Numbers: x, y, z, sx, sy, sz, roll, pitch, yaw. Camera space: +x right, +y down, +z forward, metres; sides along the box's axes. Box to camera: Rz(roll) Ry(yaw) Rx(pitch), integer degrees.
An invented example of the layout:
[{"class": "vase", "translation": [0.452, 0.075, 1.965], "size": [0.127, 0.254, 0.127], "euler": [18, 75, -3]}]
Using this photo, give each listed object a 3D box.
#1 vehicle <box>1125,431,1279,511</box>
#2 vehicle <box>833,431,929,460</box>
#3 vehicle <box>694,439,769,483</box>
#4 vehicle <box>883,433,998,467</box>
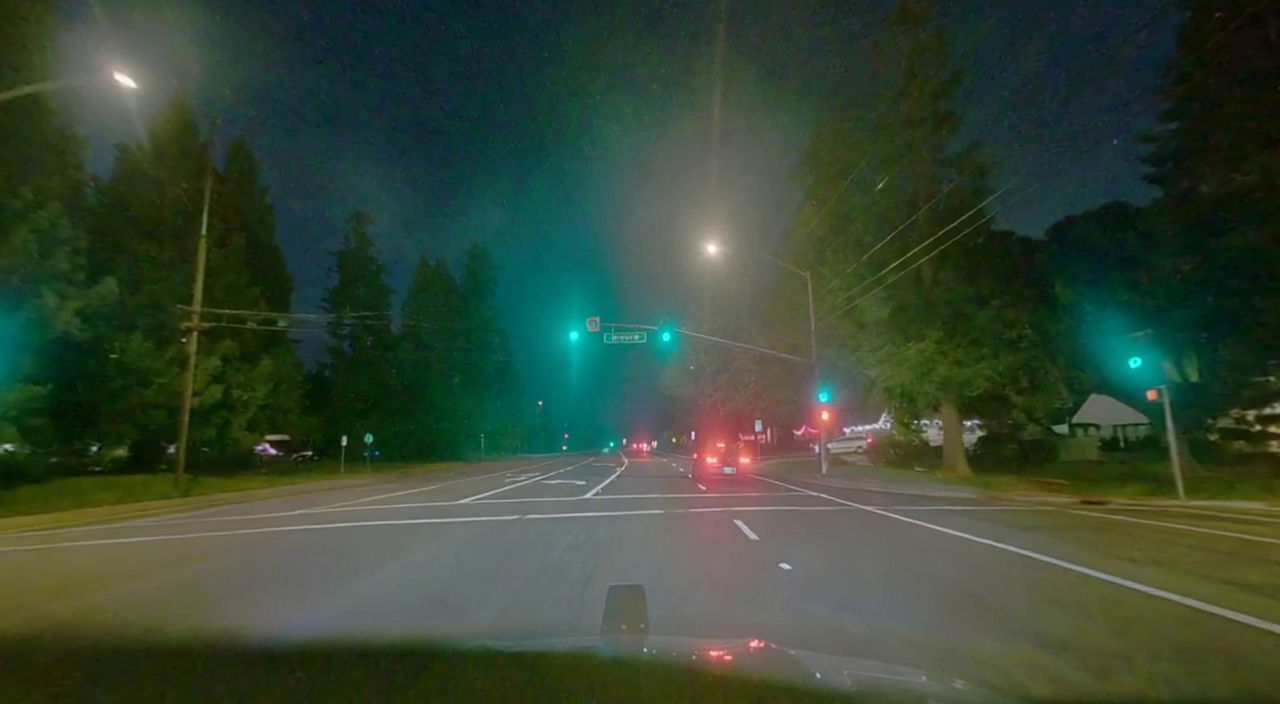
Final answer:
[{"class": "vehicle", "translation": [12.983, 2.452, 13.230], "size": [3.807, 1.554, 1.995], "euler": [-1, -8, 9]}, {"class": "vehicle", "translation": [13.828, 5.392, 36.331], "size": [4.689, 1.583, 1.947], "euler": [0, -8, -1]}, {"class": "vehicle", "translation": [3.306, 4.018, 23.666], "size": [2.134, 1.476, 4.327], "euler": [0, -8, 0]}, {"class": "vehicle", "translation": [14.476, 4.753, 30.599], "size": [4.514, 1.546, 2.044], "euler": [-1, -8, 4]}]
